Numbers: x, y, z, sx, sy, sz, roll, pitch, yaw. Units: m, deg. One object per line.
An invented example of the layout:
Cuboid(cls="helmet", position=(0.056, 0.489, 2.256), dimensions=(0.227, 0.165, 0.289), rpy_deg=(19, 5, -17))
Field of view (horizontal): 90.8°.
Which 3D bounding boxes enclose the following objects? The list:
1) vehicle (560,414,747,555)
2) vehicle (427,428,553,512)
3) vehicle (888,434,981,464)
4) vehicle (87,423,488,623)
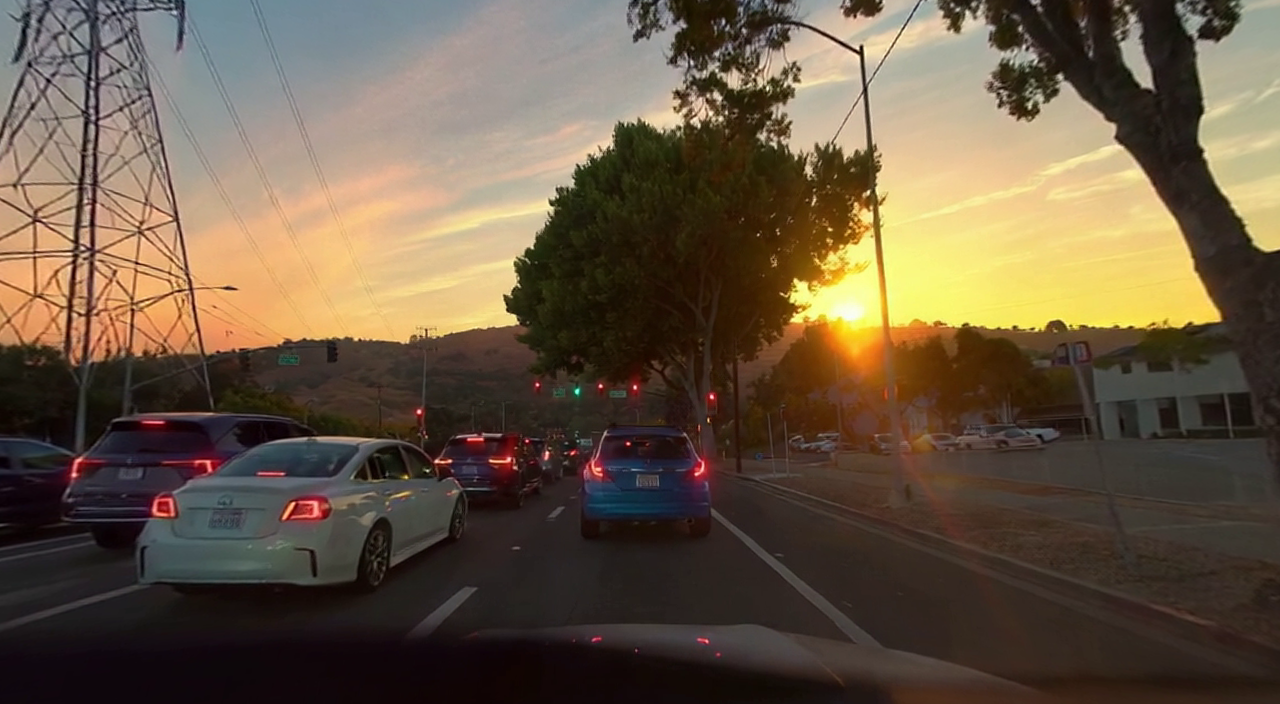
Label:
Cuboid(cls="vehicle", position=(0.101, 1.902, 9.763), dimensions=(2.239, 1.661, 4.224), rpy_deg=(0, -8, -2))
Cuboid(cls="vehicle", position=(-3.243, 2.631, 14.506), dimensions=(1.997, 1.636, 3.760), rpy_deg=(0, -8, -1))
Cuboid(cls="vehicle", position=(15.127, 4.986, 32.575), dimensions=(3.858, 1.437, 1.899), rpy_deg=(0, -8, -4))
Cuboid(cls="vehicle", position=(-3.181, 1.609, 7.028), dimensions=(1.973, 1.469, 4.448), rpy_deg=(0, -8, -1))
